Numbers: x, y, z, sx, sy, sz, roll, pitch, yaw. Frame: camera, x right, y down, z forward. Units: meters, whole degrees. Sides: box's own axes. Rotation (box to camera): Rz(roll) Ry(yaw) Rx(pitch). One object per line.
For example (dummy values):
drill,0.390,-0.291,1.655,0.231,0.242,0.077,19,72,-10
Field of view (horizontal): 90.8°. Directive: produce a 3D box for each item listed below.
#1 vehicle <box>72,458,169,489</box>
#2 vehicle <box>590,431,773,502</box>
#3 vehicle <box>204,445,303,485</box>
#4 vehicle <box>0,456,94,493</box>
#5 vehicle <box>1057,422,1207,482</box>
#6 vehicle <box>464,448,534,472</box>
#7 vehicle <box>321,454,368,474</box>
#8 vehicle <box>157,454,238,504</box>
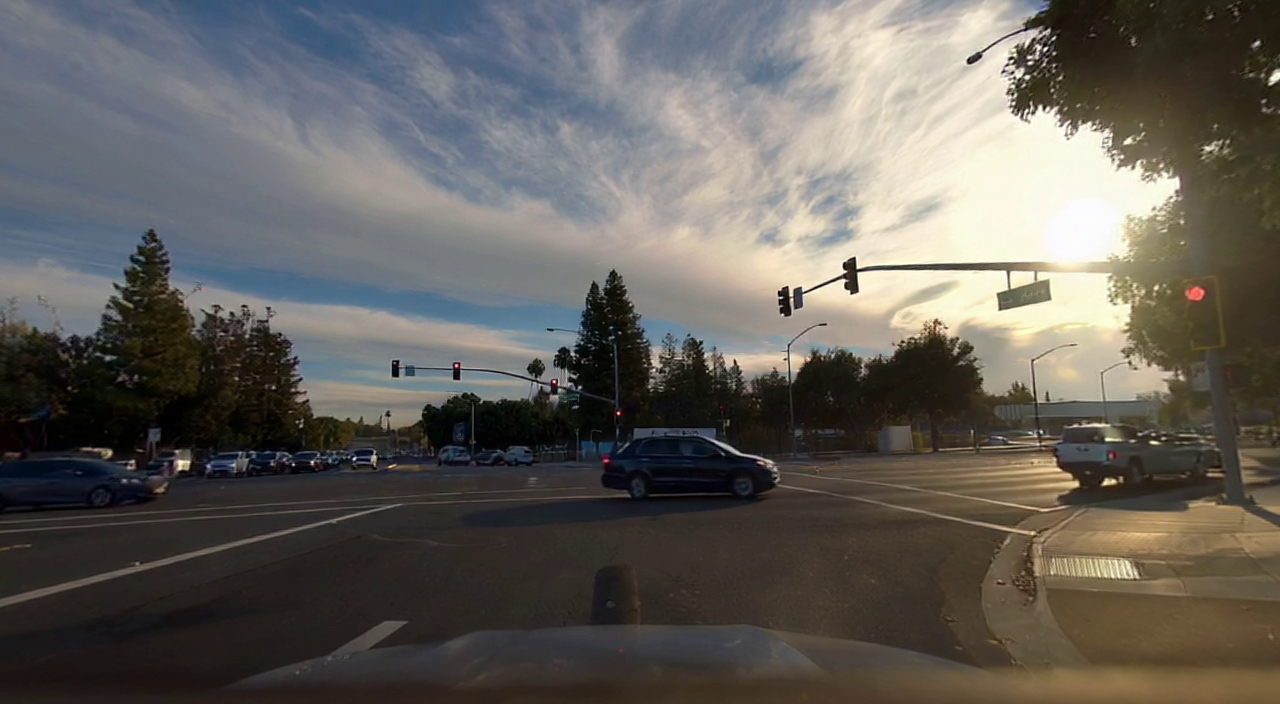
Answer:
vehicle,-28.358,6.619,34.701,1.965,1.448,4.553,1,-9,-8
vehicle,1.030,2.835,15.808,4.281,1.621,1.903,-1,-9,6
vehicle,-20.897,6.099,34.556,2.358,1.937,5.896,1,-9,-8
vehicle,-31.172,6.265,32.647,2.142,1.723,4.692,1,-9,-9
vehicle,16.358,3.296,20.969,4.619,1.759,2.101,4,-10,-28
vehicle,-9.289,7.115,41.817,1.989,1.496,4.211,-7,-11,37
vehicle,-23.036,8.723,49.389,1.999,1.468,4.702,1,-9,-8
vehicle,-15.224,4.260,21.713,1.957,1.471,4.728,6,-11,-35
